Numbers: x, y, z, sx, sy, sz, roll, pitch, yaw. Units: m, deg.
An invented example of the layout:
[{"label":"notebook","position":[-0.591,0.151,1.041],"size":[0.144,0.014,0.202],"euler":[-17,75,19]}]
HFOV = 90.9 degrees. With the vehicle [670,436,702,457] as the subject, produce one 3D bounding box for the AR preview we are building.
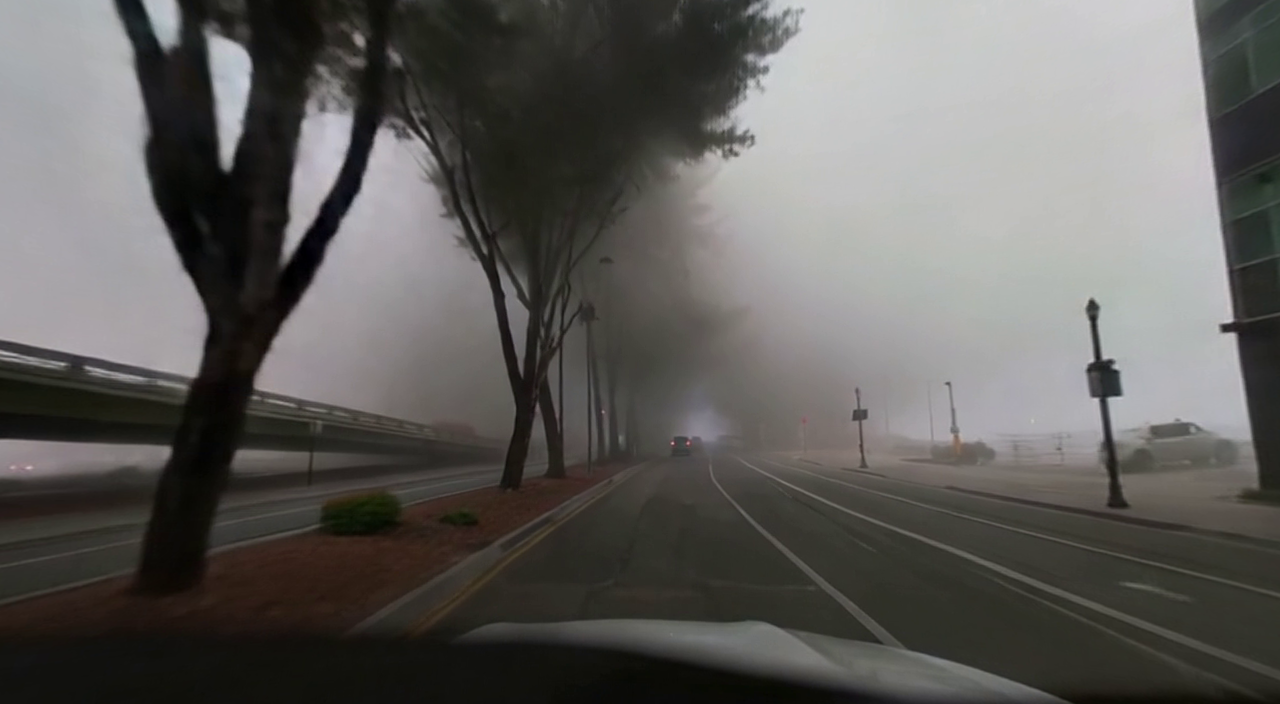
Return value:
[{"label":"vehicle","position":[3.514,7.100,47.539],"size":[2.280,1.475,4.051],"euler":[-1,-8,6]}]
